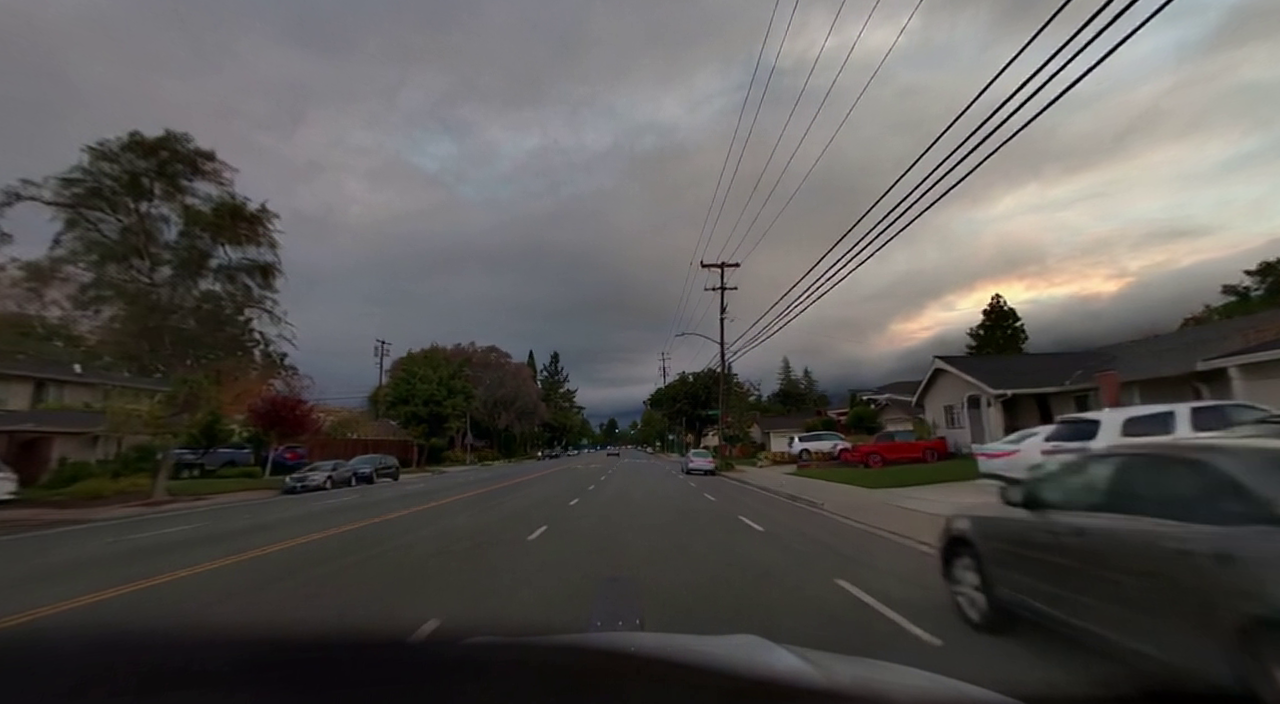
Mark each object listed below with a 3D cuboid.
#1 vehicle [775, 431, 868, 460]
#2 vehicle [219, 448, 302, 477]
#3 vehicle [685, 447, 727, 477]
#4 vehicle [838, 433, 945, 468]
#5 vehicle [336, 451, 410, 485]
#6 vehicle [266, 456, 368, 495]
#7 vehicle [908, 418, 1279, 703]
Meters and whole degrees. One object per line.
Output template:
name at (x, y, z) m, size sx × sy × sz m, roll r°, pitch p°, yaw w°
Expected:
vehicle at (12.663, 6.583, 44.346) m, size 5.713 × 1.857 × 2.285 m, roll 0°, pitch -9°, yaw -4°
vehicle at (-22.575, 6.596, 37.686) m, size 3.803 × 1.528 × 1.812 m, roll -2°, pitch -10°, yaw -2°
vehicle at (3.514, 5.932, 34.392) m, size 1.855 × 1.518 × 4.707 m, roll 0°, pitch -9°, yaw 0°
vehicle at (12.402, 4.919, 31.336) m, size 4.429 × 1.474 × 1.887 m, roll -3°, pitch -10°, yaw 2°
vehicle at (-13.922, 6.062, 33.253) m, size 1.916 × 1.632 × 4.440 m, roll 0°, pitch -9°, yaw 1°
vehicle at (-14.065, 5.372, 27.868) m, size 2.011 × 1.480 × 4.644 m, roll 0°, pitch -9°, yaw 0°
vehicle at (3.374, 1.112, 3.079) m, size 2.012 × 1.481 × 4.795 m, roll 0°, pitch -9°, yaw 0°
